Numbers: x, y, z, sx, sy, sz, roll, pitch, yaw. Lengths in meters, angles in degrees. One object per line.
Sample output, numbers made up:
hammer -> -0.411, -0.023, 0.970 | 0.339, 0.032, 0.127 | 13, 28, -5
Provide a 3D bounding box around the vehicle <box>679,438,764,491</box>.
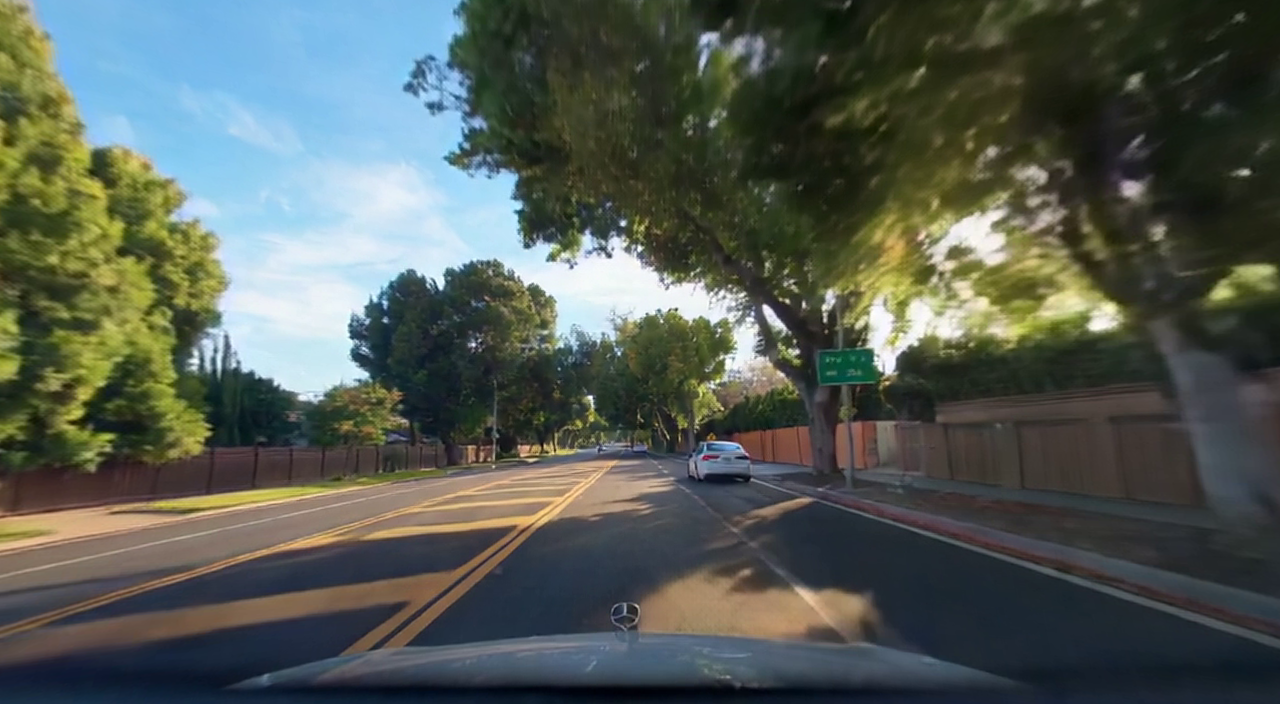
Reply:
vehicle -> 2.412, 3.479, 19.896 | 1.991, 1.476, 4.153 | 0, -8, -2
